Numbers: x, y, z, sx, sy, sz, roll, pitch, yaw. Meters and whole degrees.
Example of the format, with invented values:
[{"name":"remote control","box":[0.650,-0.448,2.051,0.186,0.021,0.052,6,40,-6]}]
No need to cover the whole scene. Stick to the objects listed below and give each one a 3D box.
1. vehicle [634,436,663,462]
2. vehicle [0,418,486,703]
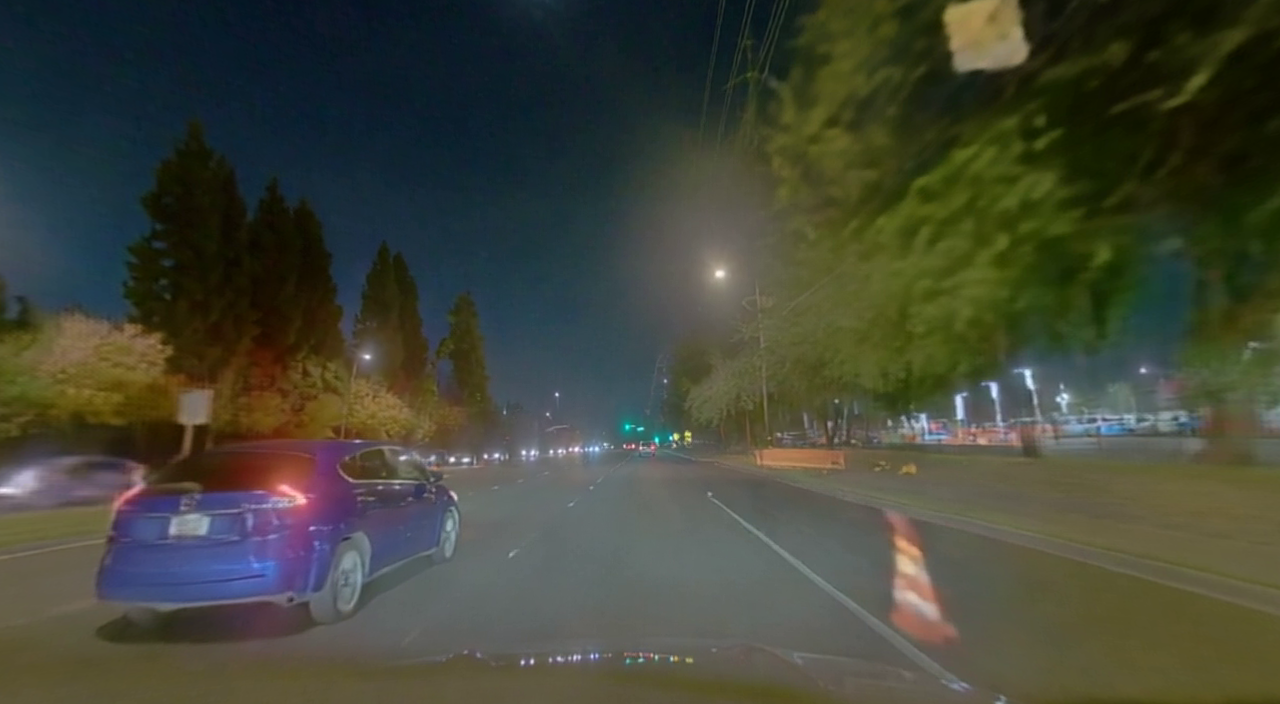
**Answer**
[{"name":"vehicle","box":[0.626,7.309,47.762,2.060,1.845,4.151,0,-8,0]},{"name":"vehicle","box":[-3.084,1.450,5.724,2.087,1.480,4.825,0,-8,1]}]
